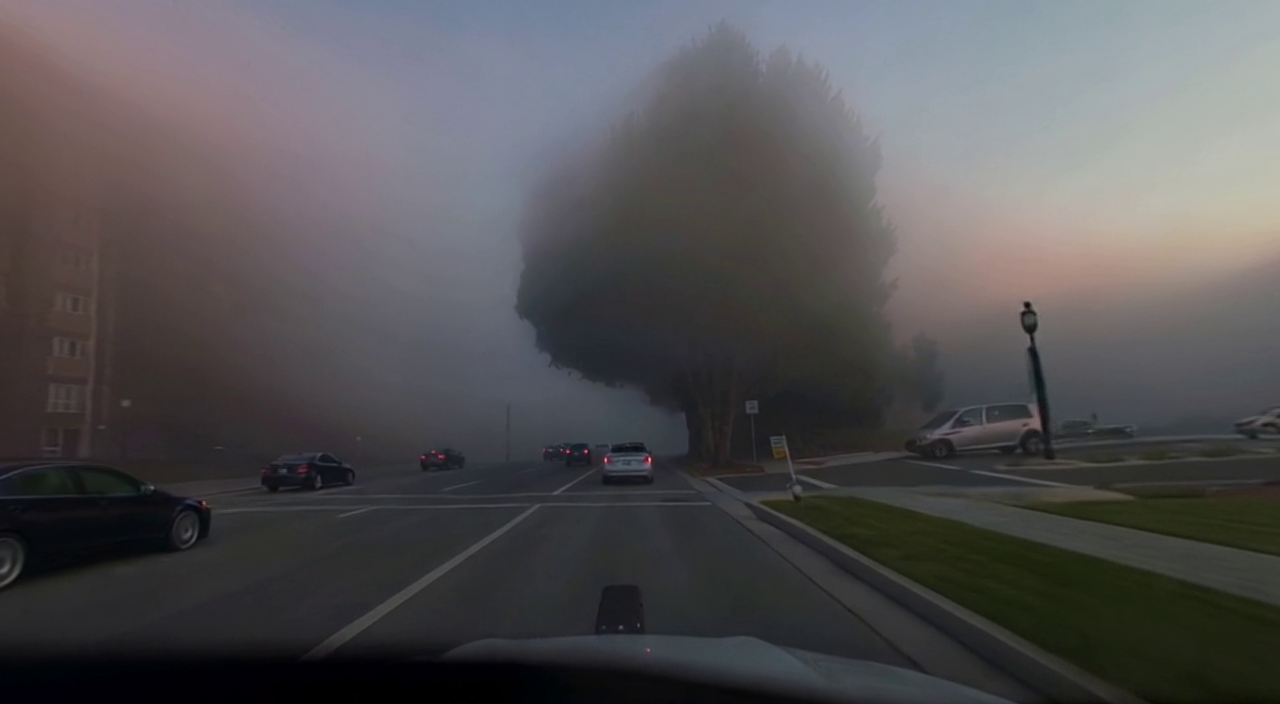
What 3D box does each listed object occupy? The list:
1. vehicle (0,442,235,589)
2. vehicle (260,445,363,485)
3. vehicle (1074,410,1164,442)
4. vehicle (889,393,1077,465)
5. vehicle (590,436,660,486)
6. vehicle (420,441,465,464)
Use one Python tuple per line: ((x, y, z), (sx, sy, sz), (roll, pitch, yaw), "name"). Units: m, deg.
((-7.339, 1.818, 7.634), (1.906, 1.449, 4.576), (0, -8, -1), "vehicle")
((-13.470, 4.642, 26.268), (2.024, 1.484, 4.592), (0, -8, -3), "vehicle")
((27.774, 4.262, 36.689), (3.745, 1.450, 1.750), (-5, -6, -4), "vehicle")
((12.490, 2.818, 23.317), (5.253, 2.014, 2.666), (-5, -7, -5), "vehicle")
((-0.481, 3.580, 21.106), (2.099, 1.469, 4.389), (0, -8, -1), "vehicle")
((-14.902, 7.616, 47.964), (2.064, 1.686, 4.380), (0, -8, -1), "vehicle")
